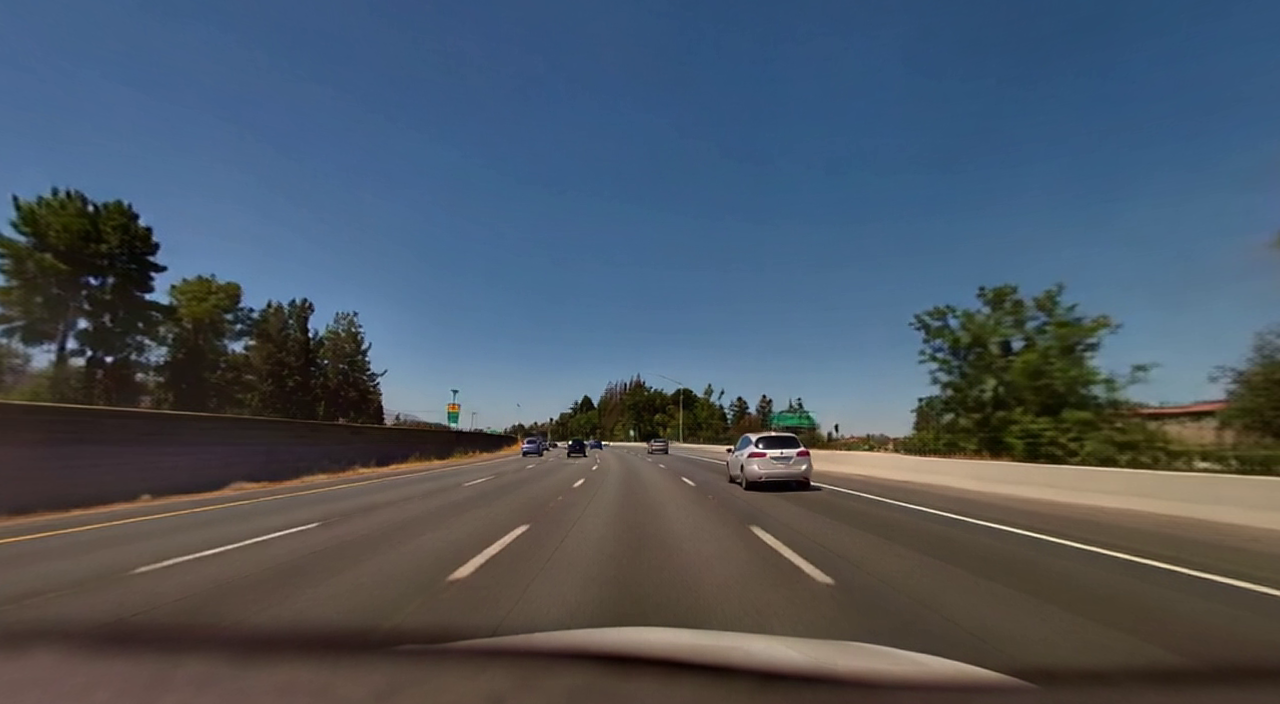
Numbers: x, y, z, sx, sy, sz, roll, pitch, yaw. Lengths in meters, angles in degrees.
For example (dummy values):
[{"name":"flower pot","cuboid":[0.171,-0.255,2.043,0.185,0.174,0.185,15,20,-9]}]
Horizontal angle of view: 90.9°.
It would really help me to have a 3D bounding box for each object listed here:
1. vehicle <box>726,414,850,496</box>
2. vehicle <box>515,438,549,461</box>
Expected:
[{"name":"vehicle","cuboid":[3.588,2.607,16.235,2.043,1.795,4.347,0,-8,-1]},{"name":"vehicle","cuboid":[-8.040,7.276,47.305,2.064,1.645,4.286,0,-8,-4]}]
